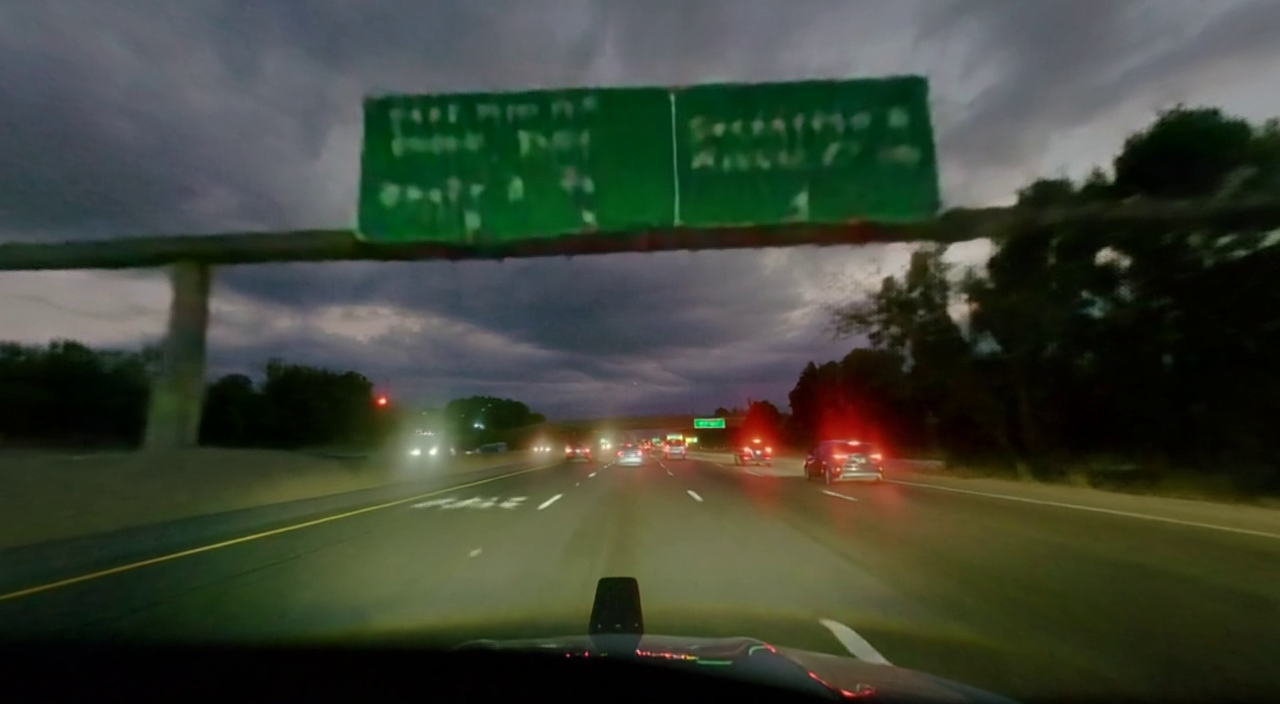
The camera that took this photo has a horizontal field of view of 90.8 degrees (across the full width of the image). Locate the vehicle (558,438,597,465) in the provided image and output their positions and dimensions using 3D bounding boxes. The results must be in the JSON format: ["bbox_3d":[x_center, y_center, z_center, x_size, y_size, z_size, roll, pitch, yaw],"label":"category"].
[{"bbox_3d":[-4.218,6.819,43.367,2.113,1.756,4.471,0,-9,1],"label":"vehicle"}]

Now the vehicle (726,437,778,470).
[{"bbox_3d":[5.758,5.290,33.040,1.936,1.625,3.991,0,-9,-1],"label":"vehicle"}]

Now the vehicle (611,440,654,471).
[{"bbox_3d":[-0.391,5.275,32.360,2.075,1.486,4.007,0,-8,-1],"label":"vehicle"}]
